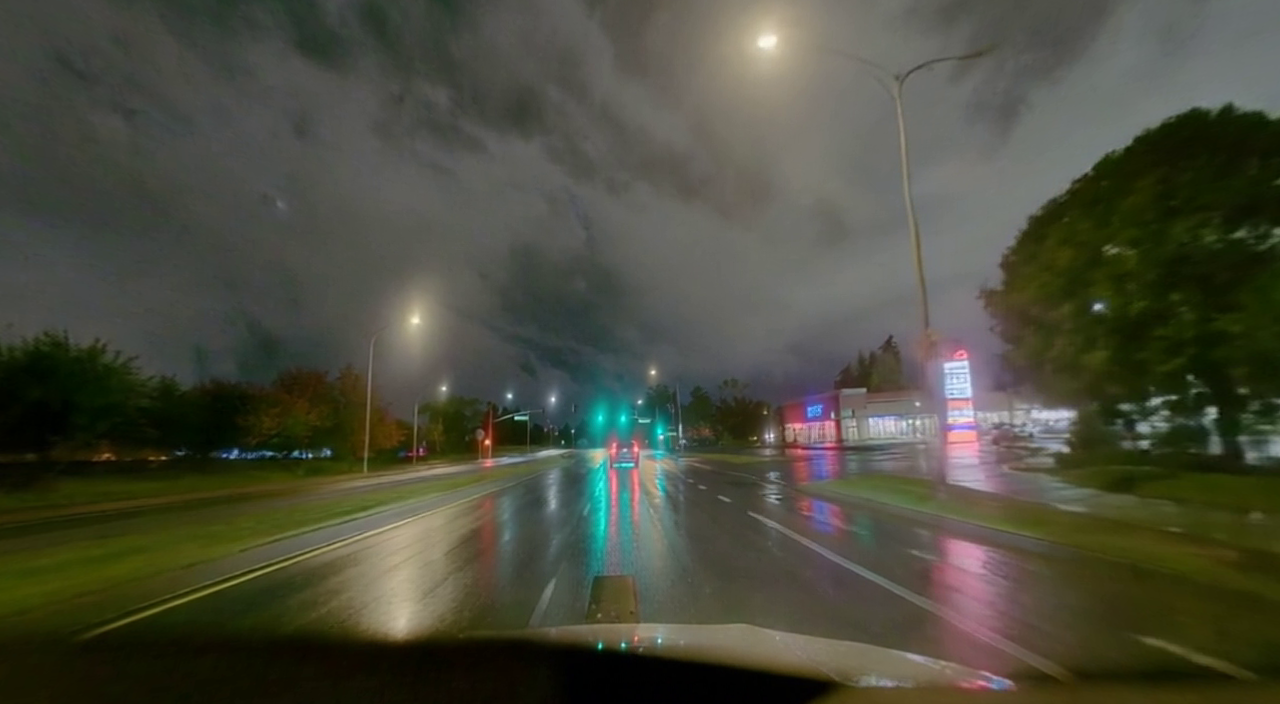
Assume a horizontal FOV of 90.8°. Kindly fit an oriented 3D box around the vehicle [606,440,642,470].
[{"bbox_3d":[-0.938,6.131,37.802,2.024,1.628,4.774,0,-8,-1],"label":"vehicle"}]
